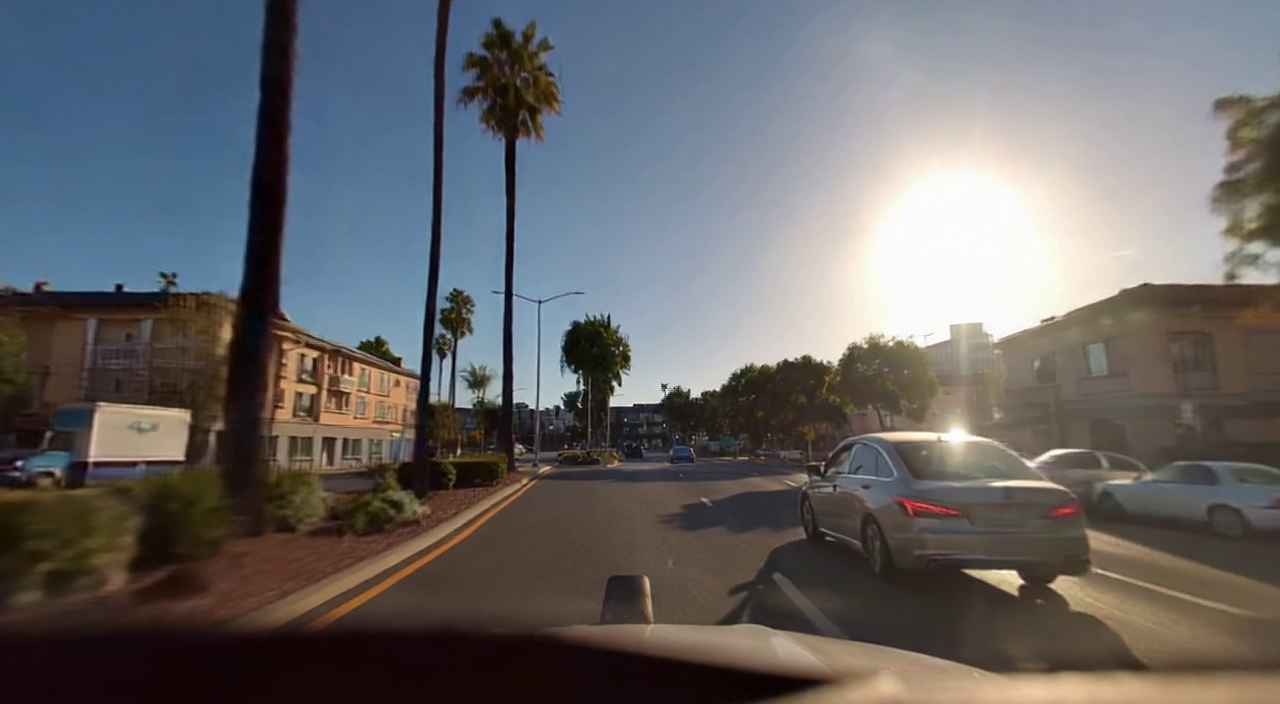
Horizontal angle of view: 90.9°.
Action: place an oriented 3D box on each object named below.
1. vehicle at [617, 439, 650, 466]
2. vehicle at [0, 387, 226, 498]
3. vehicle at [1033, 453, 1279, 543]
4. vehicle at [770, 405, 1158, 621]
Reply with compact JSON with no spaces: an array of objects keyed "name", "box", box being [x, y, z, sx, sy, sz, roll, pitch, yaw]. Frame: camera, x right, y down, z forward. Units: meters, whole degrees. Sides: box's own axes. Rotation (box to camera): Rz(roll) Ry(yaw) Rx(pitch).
[{"name":"vehicle","box":[-0.392,6.682,42.031,2.087,1.709,4.076,0,-9,0]},{"name":"vehicle","box":[-18.985,3.228,22.278,2.933,3.159,8.124,-1,-9,2]},{"name":"vehicle","box":[10.199,2.820,12.814,1.745,1.413,4.115,3,-9,-1]},{"name":"vehicle","box":[2.934,1.558,7.036,2.009,1.639,4.267,0,-9,-1]}]
